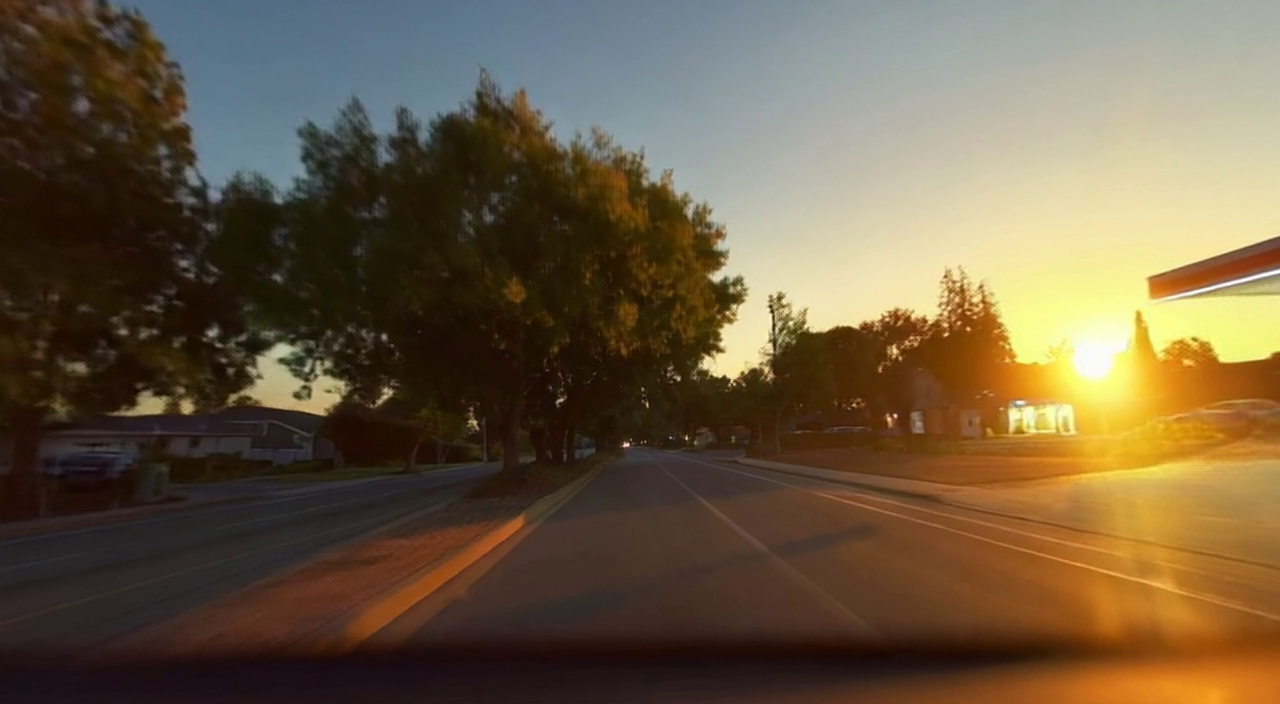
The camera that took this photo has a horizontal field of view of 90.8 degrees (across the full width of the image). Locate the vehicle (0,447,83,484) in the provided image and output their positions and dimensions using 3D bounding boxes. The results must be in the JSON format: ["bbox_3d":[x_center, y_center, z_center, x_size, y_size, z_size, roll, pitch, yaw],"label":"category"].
[{"bbox_3d":[-32.982,5.966,33.662,2.186,1.811,4.848,0,-9,-1],"label":"vehicle"}]

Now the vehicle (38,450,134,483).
[{"bbox_3d":[-30.198,6.228,34.620,1.881,1.444,4.046,-3,-7,-5],"label":"vehicle"}]
